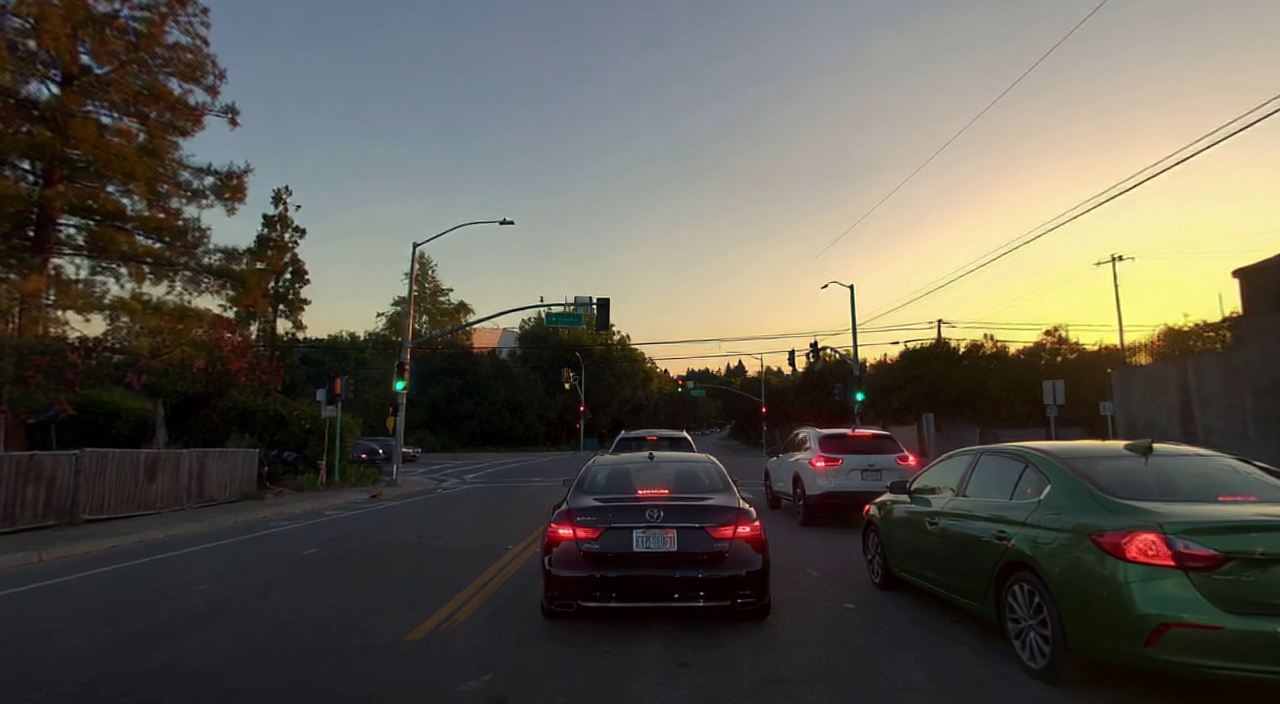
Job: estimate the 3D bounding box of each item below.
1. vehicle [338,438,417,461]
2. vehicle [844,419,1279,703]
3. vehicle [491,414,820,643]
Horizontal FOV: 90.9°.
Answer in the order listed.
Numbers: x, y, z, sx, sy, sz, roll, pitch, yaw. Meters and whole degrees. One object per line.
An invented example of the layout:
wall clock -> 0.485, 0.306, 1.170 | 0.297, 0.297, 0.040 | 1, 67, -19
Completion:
vehicle -> -17.229, 6.410, 41.469 | 4.406, 1.458, 1.892 | -1, -8, 7
vehicle -> 3.093, 1.248, 4.139 | 2.027, 1.432, 4.431 | 0, -8, 0
vehicle -> 0.069, 1.488, 6.421 | 2.170, 1.497, 4.369 | 0, -8, -1
